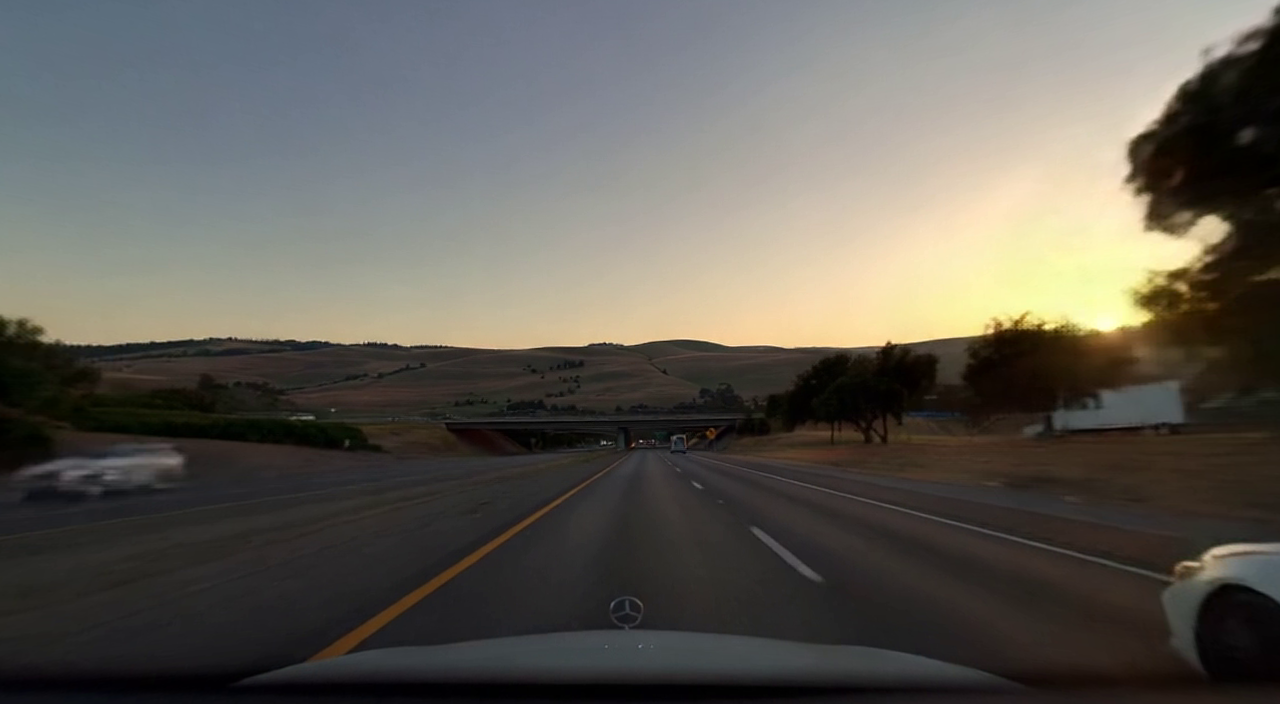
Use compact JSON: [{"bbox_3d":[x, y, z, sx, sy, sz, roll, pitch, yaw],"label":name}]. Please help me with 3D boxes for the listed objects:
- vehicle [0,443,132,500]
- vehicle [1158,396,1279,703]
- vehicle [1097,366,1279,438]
[{"bbox_3d":[-21.502,4.265,23.064,1.932,1.831,4.705,0,-8,-1],"label":"vehicle"},{"bbox_3d":[3.853,0.678,0.996,2.027,1.487,4.718,0,-8,0],"label":"vehicle"},{"bbox_3d":[41.790,3.629,43.820,3.080,4.623,16.271,4,-9,-26],"label":"vehicle"}]
